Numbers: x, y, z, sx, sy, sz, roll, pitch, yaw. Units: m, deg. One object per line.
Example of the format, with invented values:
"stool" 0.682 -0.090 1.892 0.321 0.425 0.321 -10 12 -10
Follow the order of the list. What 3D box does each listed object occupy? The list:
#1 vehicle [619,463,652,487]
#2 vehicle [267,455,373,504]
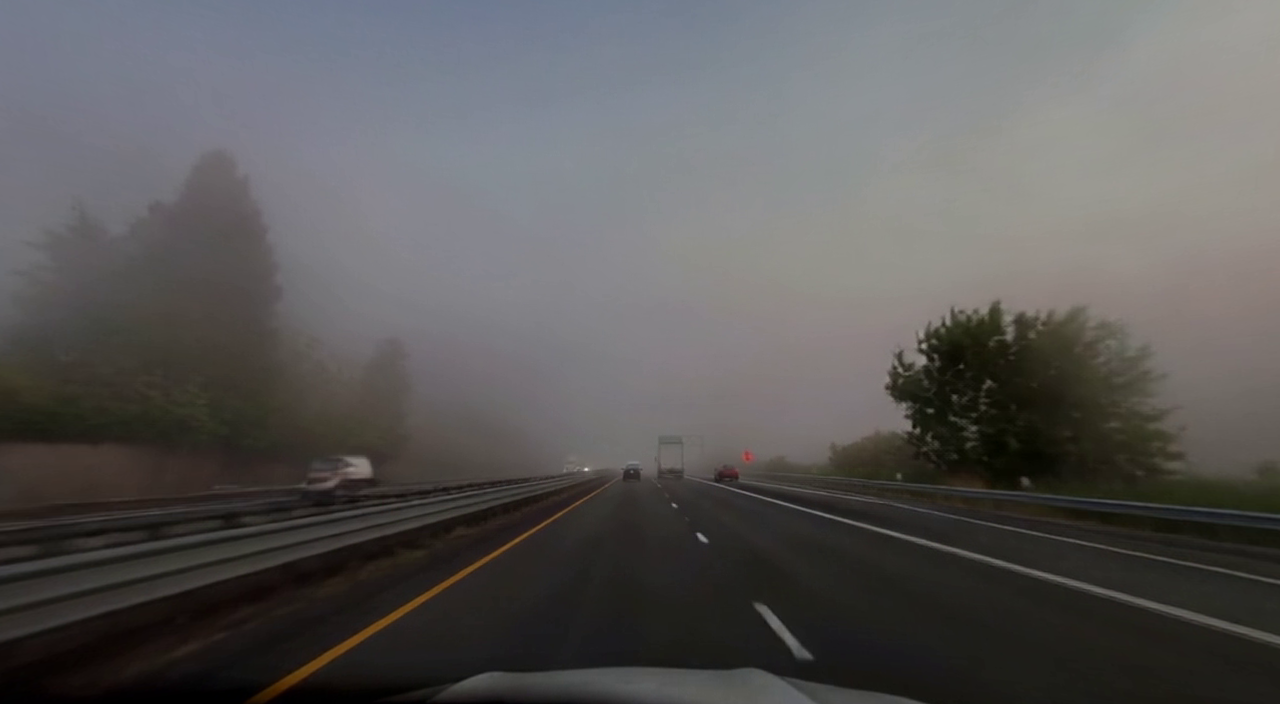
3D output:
"vehicle" -0.340 7.975 40.919 2.025 1.452 3.927 1 -10 -1
"vehicle" -12.872 5.160 25.706 2.114 1.757 4.350 1 -10 -2
